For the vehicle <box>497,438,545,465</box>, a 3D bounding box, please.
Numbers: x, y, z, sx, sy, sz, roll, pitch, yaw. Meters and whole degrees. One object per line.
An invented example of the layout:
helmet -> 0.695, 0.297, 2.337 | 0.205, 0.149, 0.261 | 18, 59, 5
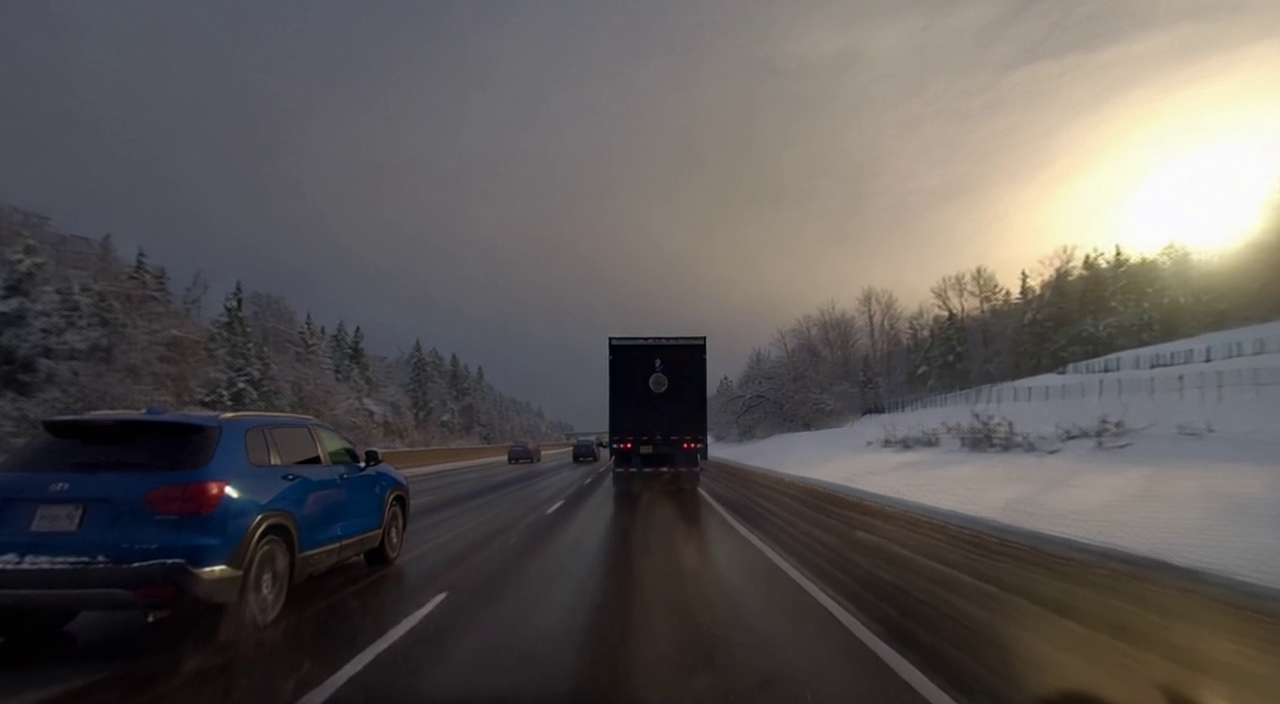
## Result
vehicle -> -6.835, 5.782, 36.718 | 1.882, 1.451, 4.416 | -1, -8, 1

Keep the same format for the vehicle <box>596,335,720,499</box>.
vehicle -> 0.420, 2.263, 20.168 | 2.870, 3.841, 10.653 | -1, -8, 0

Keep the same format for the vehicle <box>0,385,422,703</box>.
vehicle -> -3.723, 1.326, 5.454 | 2.077, 1.671, 4.249 | -1, -8, 1
